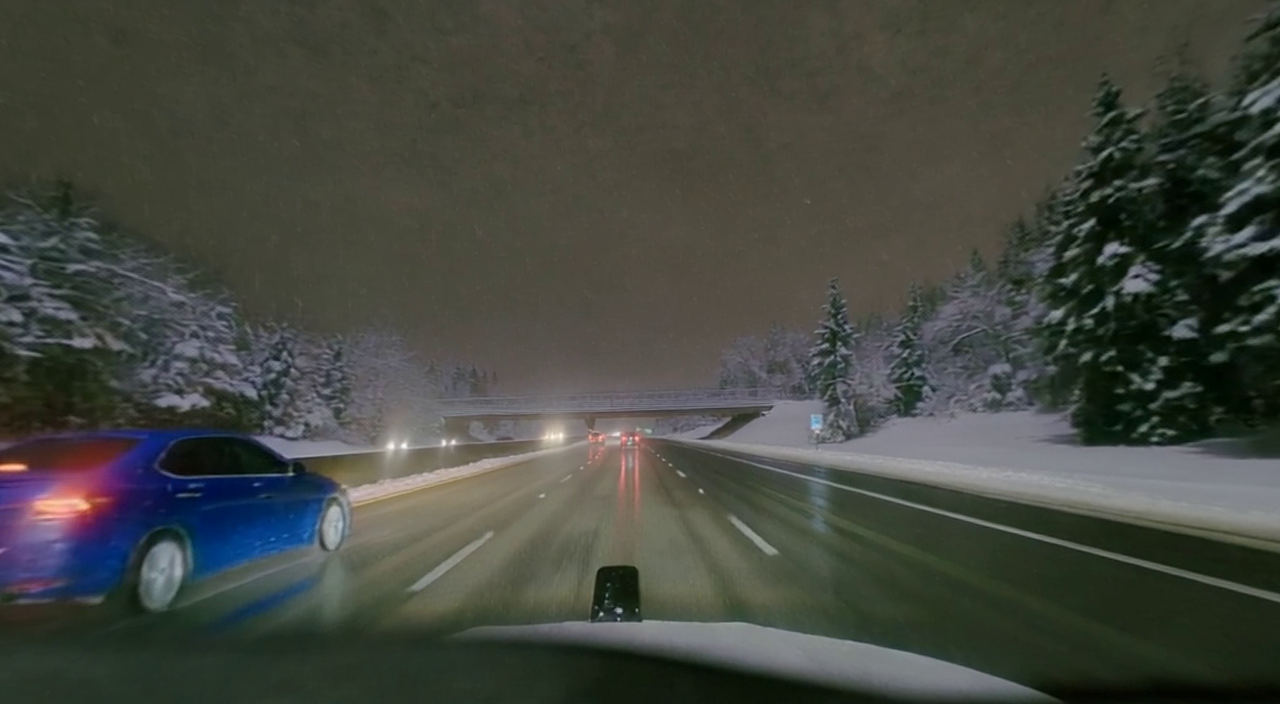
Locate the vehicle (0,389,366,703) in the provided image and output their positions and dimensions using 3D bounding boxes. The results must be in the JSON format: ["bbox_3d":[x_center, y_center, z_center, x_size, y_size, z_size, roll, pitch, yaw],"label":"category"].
[{"bbox_3d":[-4.137,1.198,4.869,2.017,1.537,4.496,0,-8,0],"label":"vehicle"}]

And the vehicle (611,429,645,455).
[{"bbox_3d":[-0.782,5.948,41.578,2.116,1.625,4.004,0,-8,-1],"label":"vehicle"}]
